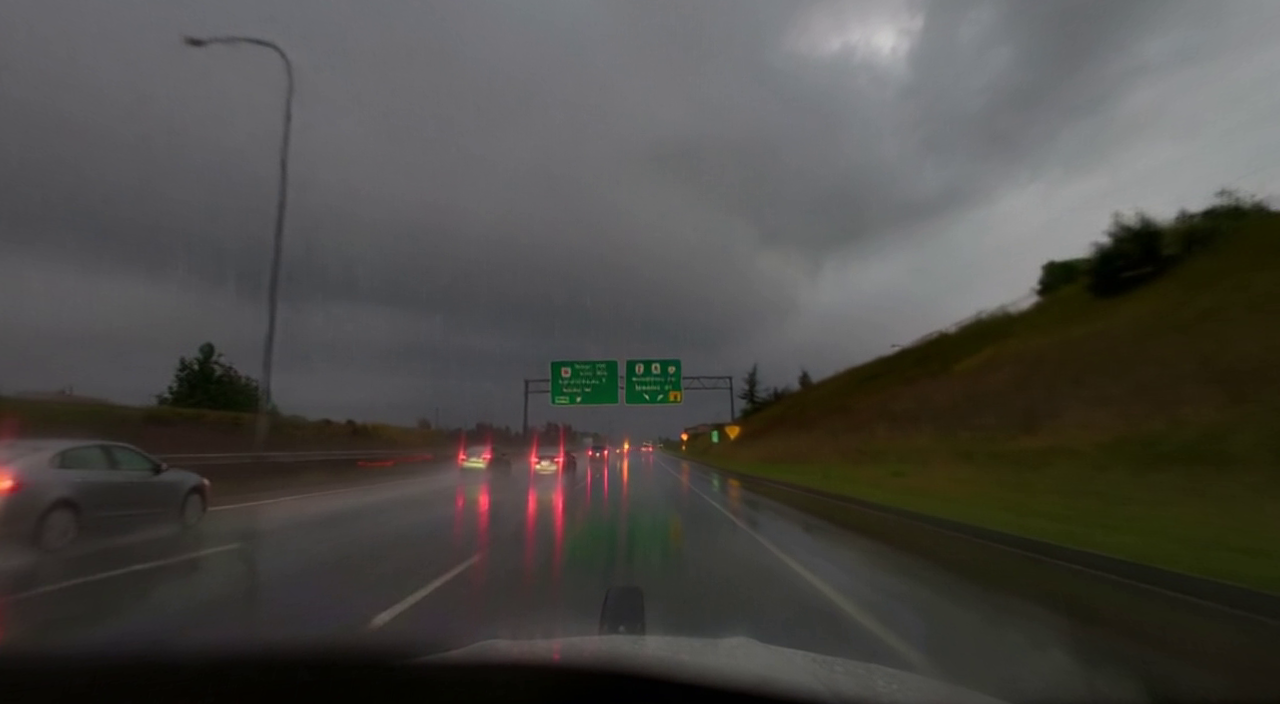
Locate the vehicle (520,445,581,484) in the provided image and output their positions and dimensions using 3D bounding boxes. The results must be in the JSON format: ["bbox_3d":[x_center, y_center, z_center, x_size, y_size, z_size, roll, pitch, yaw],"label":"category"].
[{"bbox_3d":[-3.538,4.528,25.546,1.924,1.436,3.915,0,-9,0],"label":"vehicle"}]

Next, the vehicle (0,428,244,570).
[{"bbox_3d":[-7.855,1.838,8.448,2.009,1.500,4.741,0,-9,0],"label":"vehicle"}]

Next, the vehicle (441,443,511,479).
[{"bbox_3d":[-7.506,5.047,29.401,2.091,1.558,4.220,0,-9,1],"label":"vehicle"}]
